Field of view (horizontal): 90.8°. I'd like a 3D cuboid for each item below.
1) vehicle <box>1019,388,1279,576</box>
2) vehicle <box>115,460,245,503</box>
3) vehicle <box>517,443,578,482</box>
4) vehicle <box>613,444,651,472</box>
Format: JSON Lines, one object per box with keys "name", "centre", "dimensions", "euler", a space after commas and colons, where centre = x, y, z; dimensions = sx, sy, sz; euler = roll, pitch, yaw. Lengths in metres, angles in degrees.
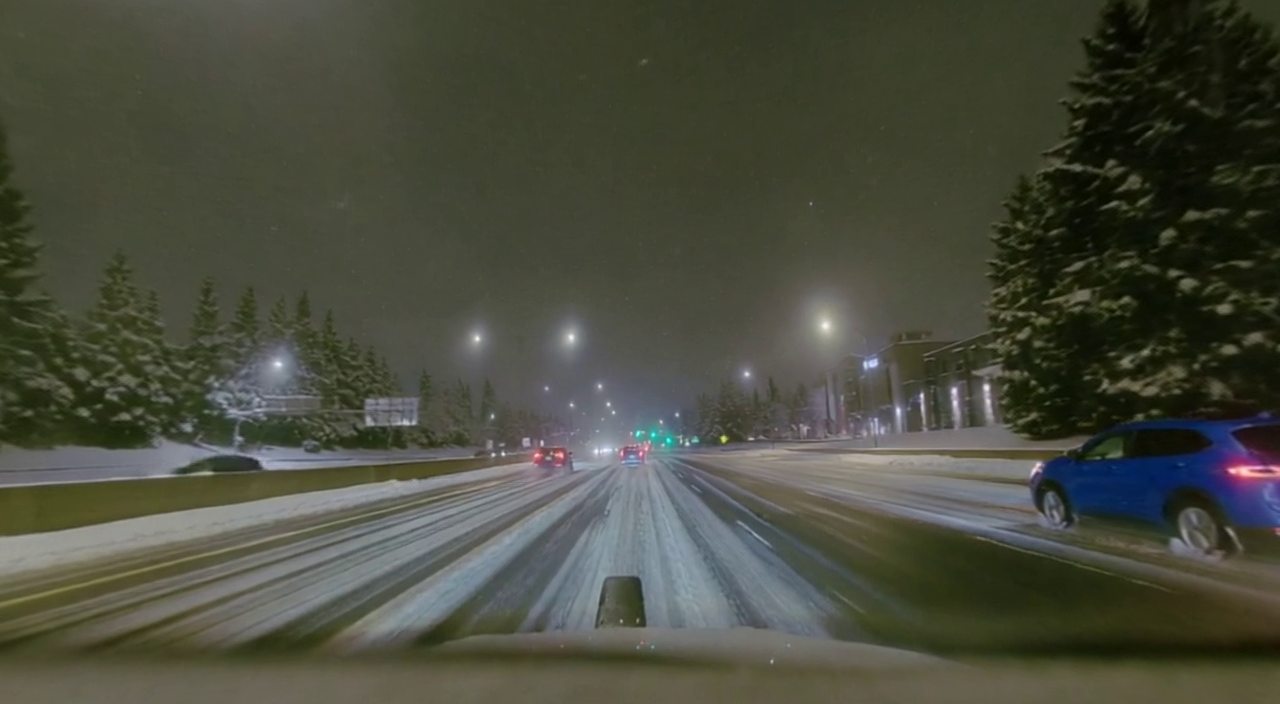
{"name": "vehicle", "centre": [7.207, 1.504, 7.796], "dimensions": [2.028, 1.801, 4.741], "euler": [-1, -9, -1]}
{"name": "vehicle", "centre": [-18.942, 5.315, 26.352], "dimensions": [1.937, 1.502, 4.721], "euler": [0, -9, -2]}
{"name": "vehicle", "centre": [-3.791, 4.602, 26.690], "dimensions": [1.886, 1.465, 4.625], "euler": [-1, -9, 0]}
{"name": "vehicle", "centre": [-0.442, 6.026, 36.043], "dimensions": [1.997, 1.485, 4.094], "euler": [-1, -9, 0]}
